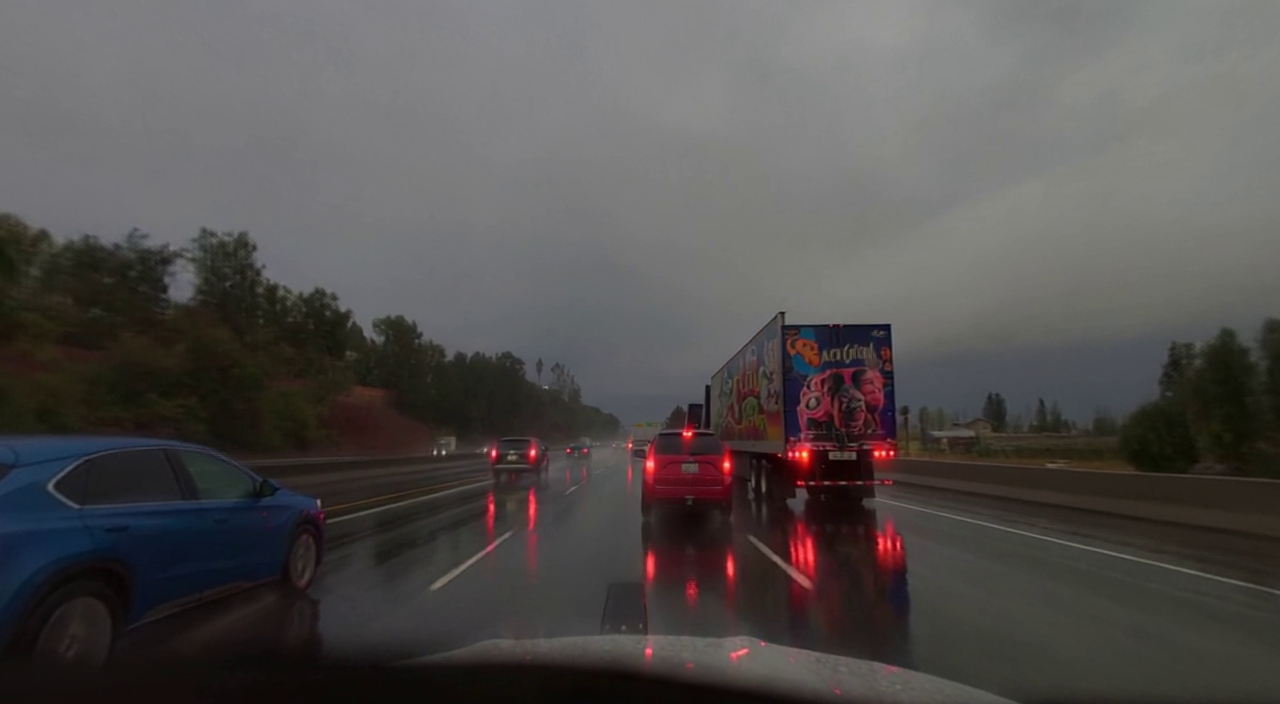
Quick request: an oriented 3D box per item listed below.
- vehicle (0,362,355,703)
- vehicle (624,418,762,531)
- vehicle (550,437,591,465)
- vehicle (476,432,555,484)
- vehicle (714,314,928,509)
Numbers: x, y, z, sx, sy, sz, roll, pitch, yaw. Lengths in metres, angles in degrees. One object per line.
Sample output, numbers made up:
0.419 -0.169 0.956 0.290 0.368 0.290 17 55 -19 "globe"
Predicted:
-4.014 1.076 4.292 1.983 1.666 4.452 0 -8 1 "vehicle"
0.745 2.089 11.223 2.017 1.662 3.543 0 -8 -2 "vehicle"
-4.276 6.163 39.340 2.014 1.683 4.275 0 -8 1 "vehicle"
-4.231 3.641 21.945 1.905 1.642 3.803 0 -8 1 "vehicle"
4.587 2.225 20.301 2.828 4.081 14.220 0 -8 0 "vehicle"
